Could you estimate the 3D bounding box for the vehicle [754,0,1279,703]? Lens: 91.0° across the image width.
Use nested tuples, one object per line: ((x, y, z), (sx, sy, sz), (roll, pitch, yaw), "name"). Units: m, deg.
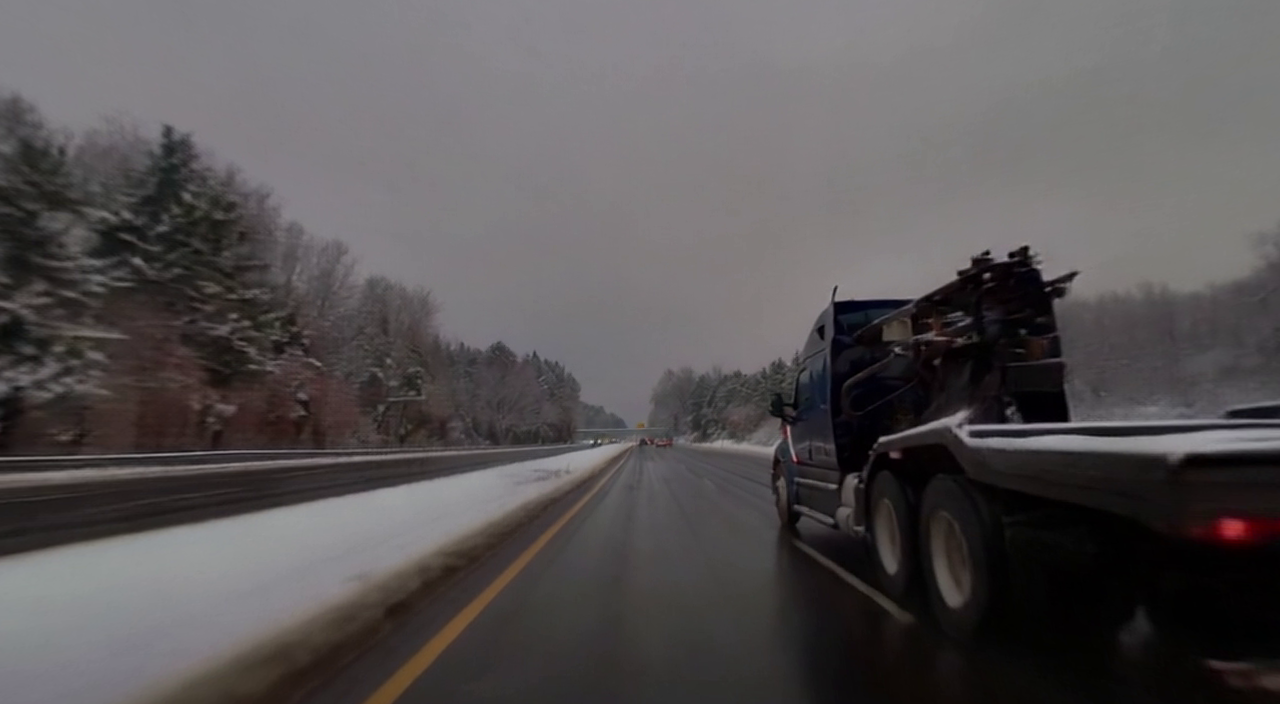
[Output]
((3.839, -0.206, 4.293), (3.691, 4.331, 13.909), (0, -8, 1), "vehicle")
